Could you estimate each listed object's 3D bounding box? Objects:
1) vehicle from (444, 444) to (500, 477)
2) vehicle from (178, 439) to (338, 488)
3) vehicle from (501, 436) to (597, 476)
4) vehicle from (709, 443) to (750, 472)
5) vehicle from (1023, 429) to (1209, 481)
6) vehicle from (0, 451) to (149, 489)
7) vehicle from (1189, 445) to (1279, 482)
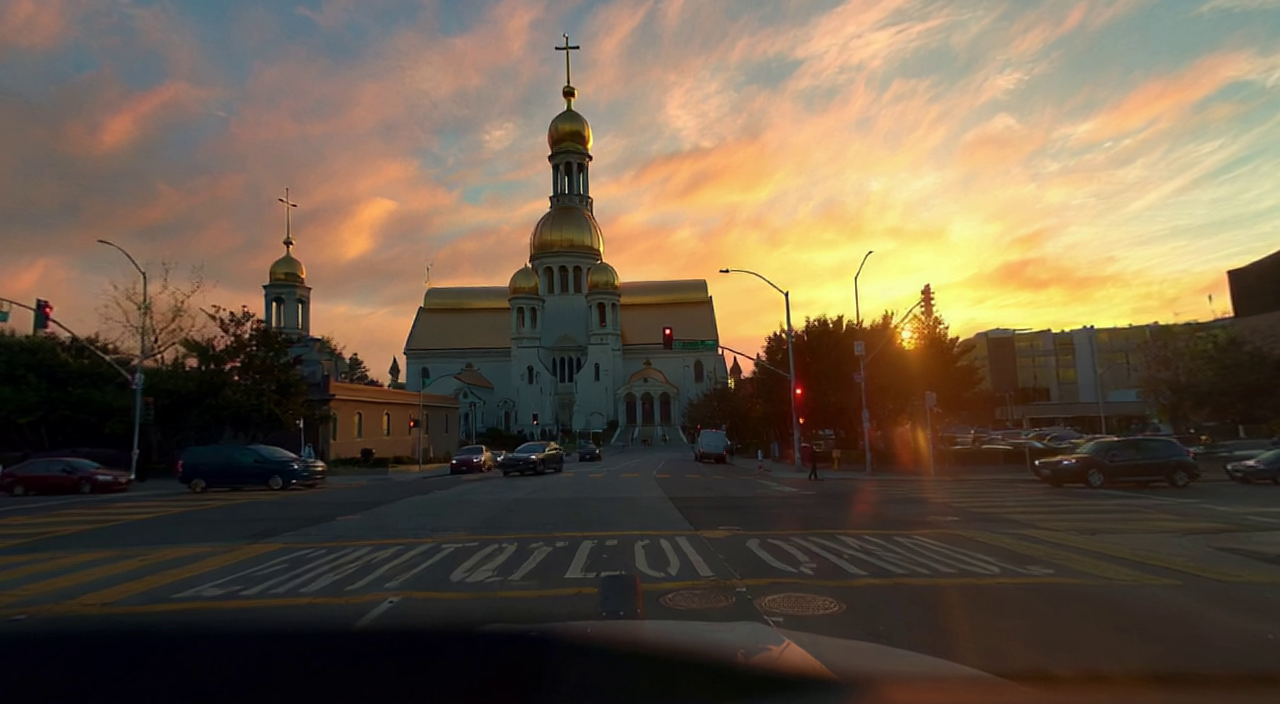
[{"bbox_3d":[-10.244,6.613,38.923,2.076,1.876,4.669,0,-8,1],"label":"vehicle"},{"bbox_3d":[-14.069,4.110,23.517,4.567,1.724,2.051,0,-8,-1],"label":"vehicle"},{"bbox_3d":[-4.135,4.854,29.706,2.223,1.692,4.688,-4,-9,25],"label":"vehicle"},{"bbox_3d":[5.820,6.859,41.480,1.969,1.776,4.329,0,-8,-2],"label":"vehicle"},{"bbox_3d":[19.832,4.317,26.575,5.852,2.057,2.361,0,-8,1],"label":"vehicle"},{"bbox_3d":[-23.386,4.888,26.209,4.479,1.476,1.873,0,-8,2],"label":"vehicle"},{"bbox_3d":[26.335,4.671,26.667,4.561,1.475,1.850,0,-8,0],"label":"vehicle"}]
